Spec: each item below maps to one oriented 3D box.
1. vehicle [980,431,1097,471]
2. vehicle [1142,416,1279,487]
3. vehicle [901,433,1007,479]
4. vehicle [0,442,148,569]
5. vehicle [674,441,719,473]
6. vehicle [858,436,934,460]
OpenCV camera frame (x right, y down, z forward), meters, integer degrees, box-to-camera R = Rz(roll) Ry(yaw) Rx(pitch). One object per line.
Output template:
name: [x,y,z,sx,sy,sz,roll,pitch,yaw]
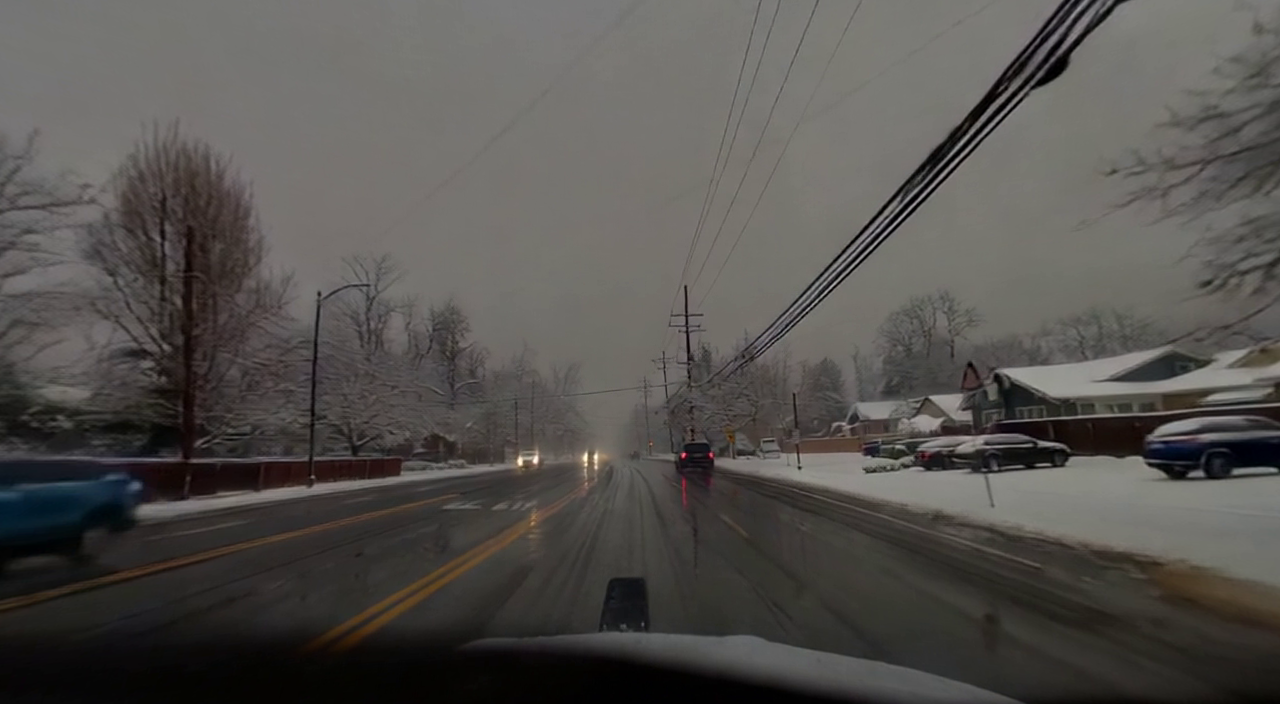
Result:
vehicle: [16.009,4.016,25.648,1.747,1.405,4.372,-2,-9,-2]
vehicle: [16.429,2.580,16.588,4.329,1.682,2.240,-2,-10,2]
vehicle: [12.303,4.122,25.112,1.970,1.561,4.725,-2,-9,3]
vehicle: [-9.395,2.043,8.245,2.179,1.613,4.516,-3,-9,2]
vehicle: [3.394,6.501,39.085,2.144,1.843,4.827,0,-9,-2]
vehicle: [18.694,7.015,46.109,4.766,1.493,2.076,-8,-11,29]
